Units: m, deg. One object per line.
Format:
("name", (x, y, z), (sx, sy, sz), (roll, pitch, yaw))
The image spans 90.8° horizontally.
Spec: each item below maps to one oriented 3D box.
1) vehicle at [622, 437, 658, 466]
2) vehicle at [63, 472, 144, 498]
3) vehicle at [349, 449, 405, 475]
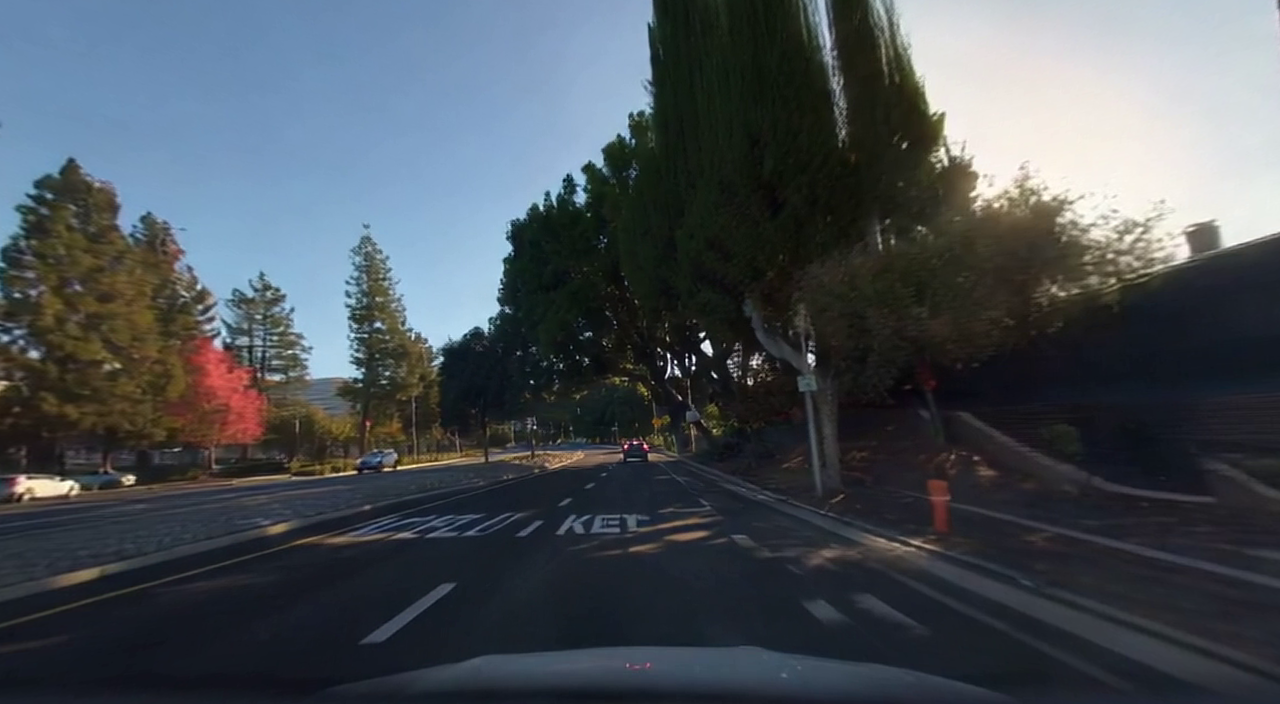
("vehicle", (-0.040, 6.017, 38.423), (2.045, 1.613, 4.210), (0, -8, -1))
("vehicle", (-39.612, 9.786, 46.644), (4.777, 1.711, 2.070), (-2, -9, 16))
("vehicle", (-16.937, 7.090, 40.990), (1.912, 1.588, 4.432), (0, -8, -3))
